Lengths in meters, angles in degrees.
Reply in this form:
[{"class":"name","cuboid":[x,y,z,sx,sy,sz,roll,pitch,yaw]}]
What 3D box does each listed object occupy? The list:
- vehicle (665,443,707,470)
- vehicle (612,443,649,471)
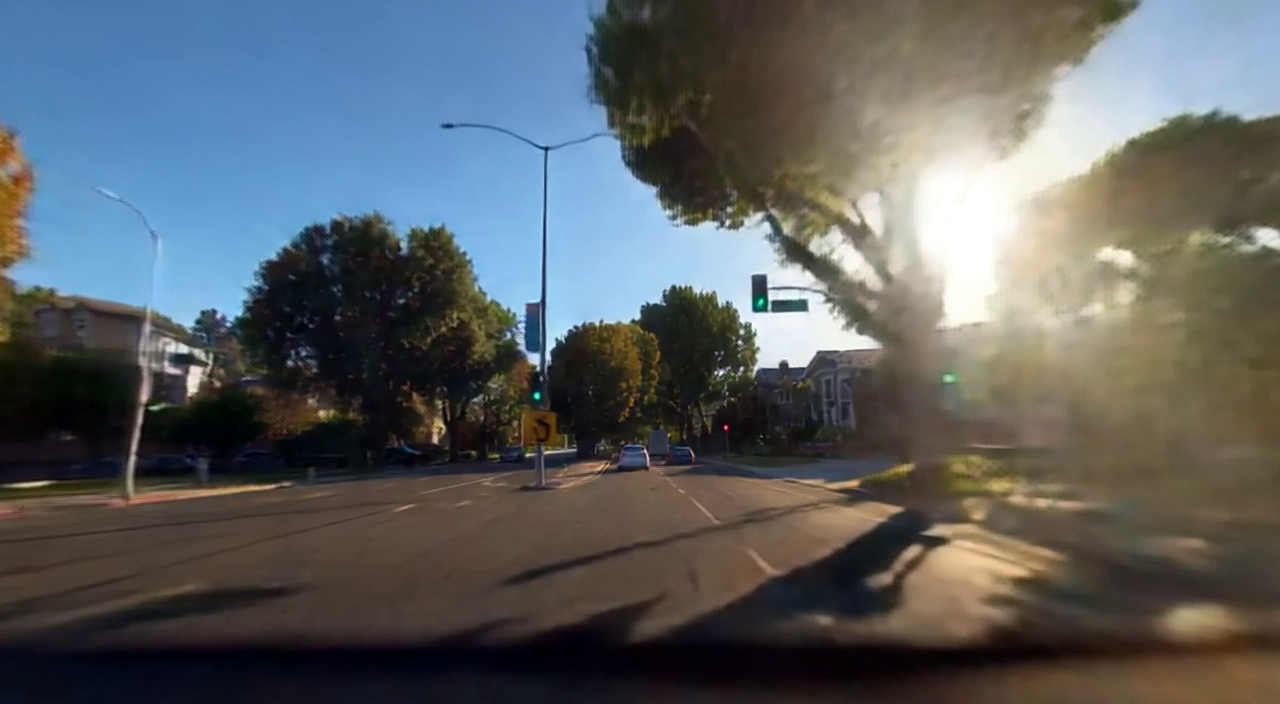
[{"class":"vehicle","cuboid":[2.751,6.324,38.454,2.057,1.496,4.401,0,-8,-2]},{"class":"vehicle","cuboid":[-0.565,5.938,36.002,2.018,1.511,3.993,0,-8,-1]}]
